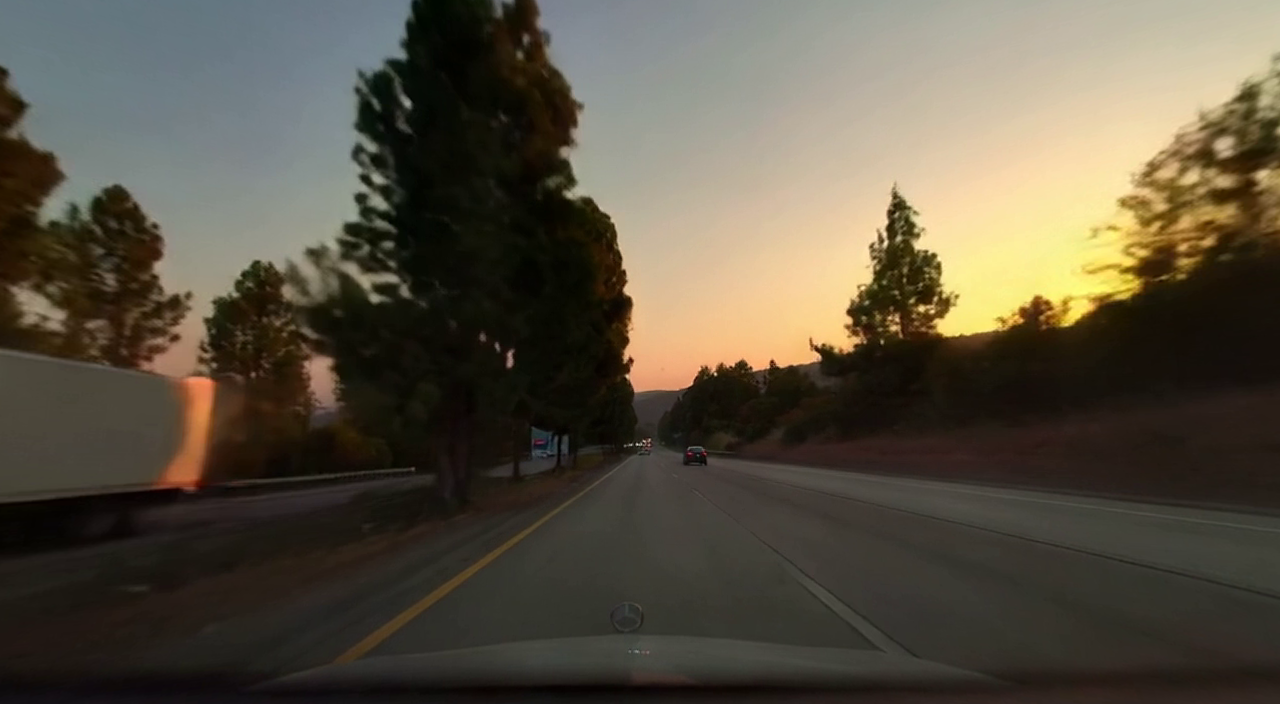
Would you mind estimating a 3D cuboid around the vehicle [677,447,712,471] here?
[{"bbox_3d":[3.697,7.357,43.599,2.013,1.584,3.995,0,-9,-1],"label":"vehicle"}]
